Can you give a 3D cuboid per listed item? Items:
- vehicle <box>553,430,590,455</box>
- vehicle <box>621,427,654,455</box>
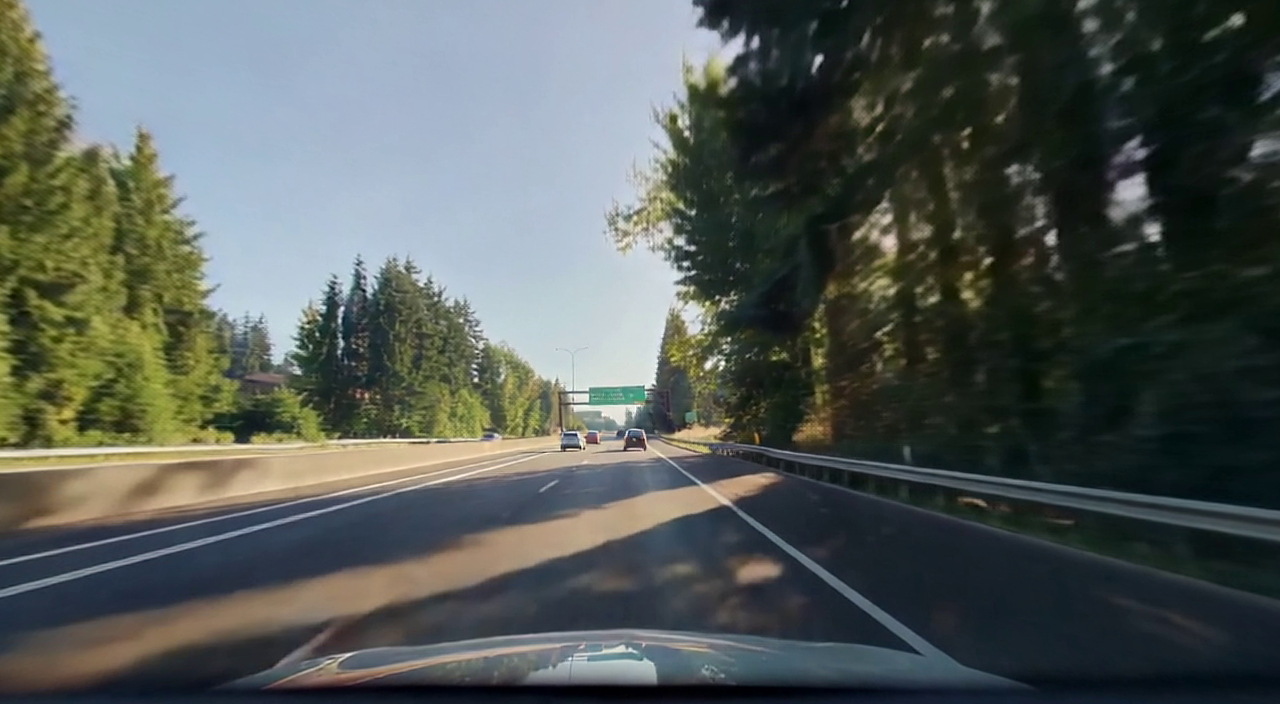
[{"bbox_3d":[-4.542,6.082,42.475,2.055,1.610,4.116,0,-8,0],"label":"vehicle"},{"bbox_3d":[-0.210,6.052,42.905,2.170,1.790,4.490,0,-8,-1],"label":"vehicle"}]
